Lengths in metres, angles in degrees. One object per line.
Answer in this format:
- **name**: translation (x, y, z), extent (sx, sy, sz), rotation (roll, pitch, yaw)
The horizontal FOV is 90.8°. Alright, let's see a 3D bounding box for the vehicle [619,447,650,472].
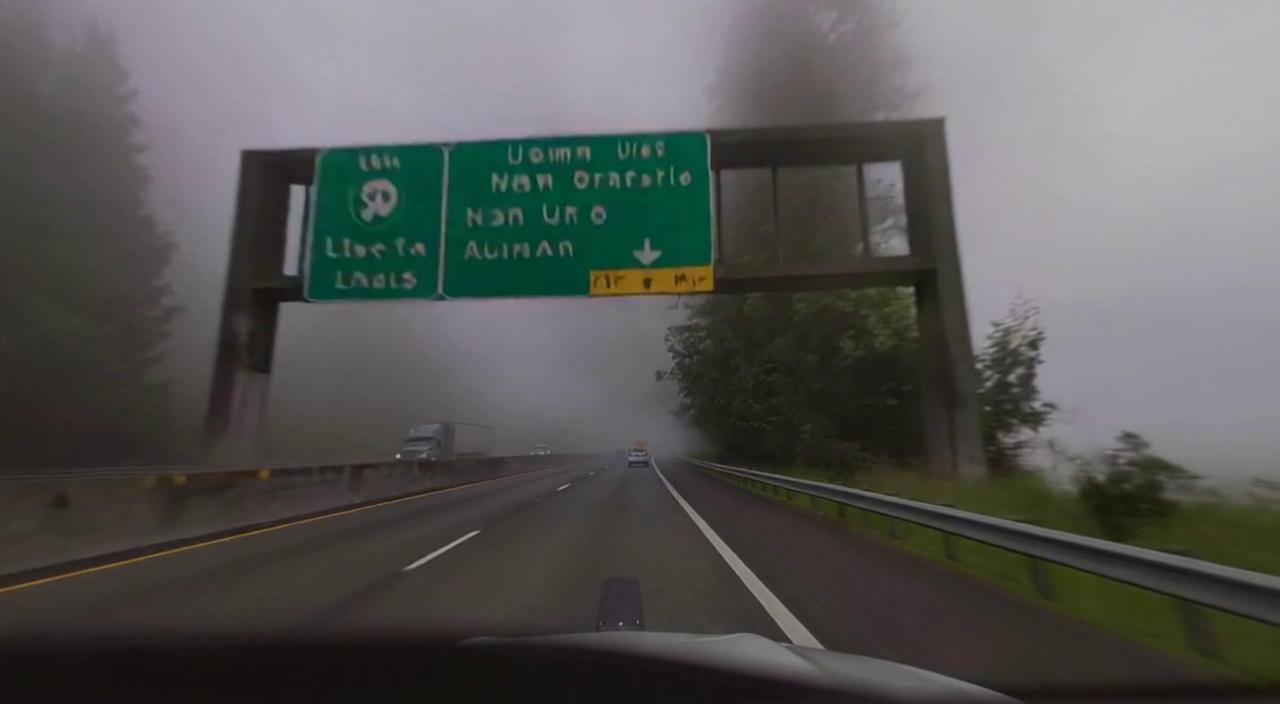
- **vehicle**: translation (-0.325, 6.681, 39.392), extent (1.853, 1.436, 3.438), rotation (0, -9, 0)

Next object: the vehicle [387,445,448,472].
- **vehicle**: translation (-12.159, 5.871, 34.755), extent (1.829, 1.397, 4.326), rotation (0, -9, -1)
